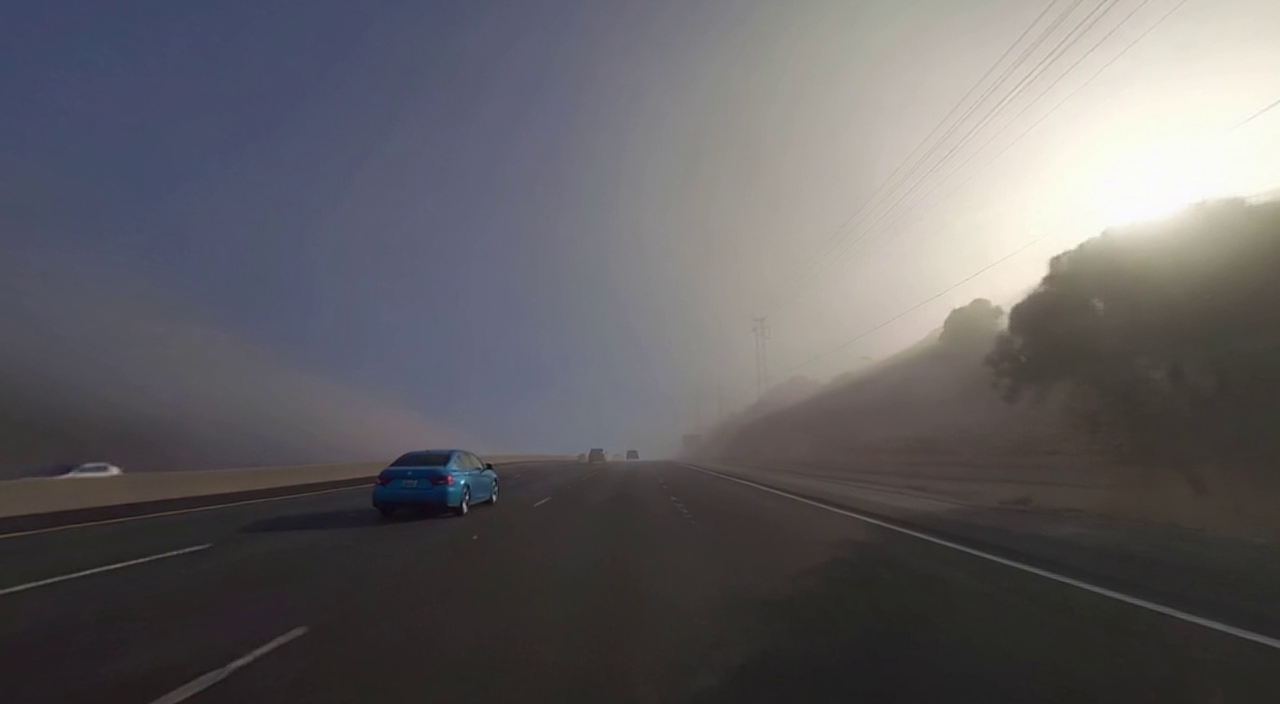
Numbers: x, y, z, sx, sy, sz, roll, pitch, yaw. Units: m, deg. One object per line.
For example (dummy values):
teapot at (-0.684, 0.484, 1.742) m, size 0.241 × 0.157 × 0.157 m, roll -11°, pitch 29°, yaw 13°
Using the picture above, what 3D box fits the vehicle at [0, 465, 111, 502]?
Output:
vehicle at (-29.885, 6.556, 31.796) m, size 1.998 × 1.568 × 5.166 m, roll 0°, pitch -9°, yaw 0°

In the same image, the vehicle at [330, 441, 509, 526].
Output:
vehicle at (-4.435, 2.715, 13.728) m, size 2.064 × 1.489 × 4.966 m, roll 0°, pitch -9°, yaw 0°
